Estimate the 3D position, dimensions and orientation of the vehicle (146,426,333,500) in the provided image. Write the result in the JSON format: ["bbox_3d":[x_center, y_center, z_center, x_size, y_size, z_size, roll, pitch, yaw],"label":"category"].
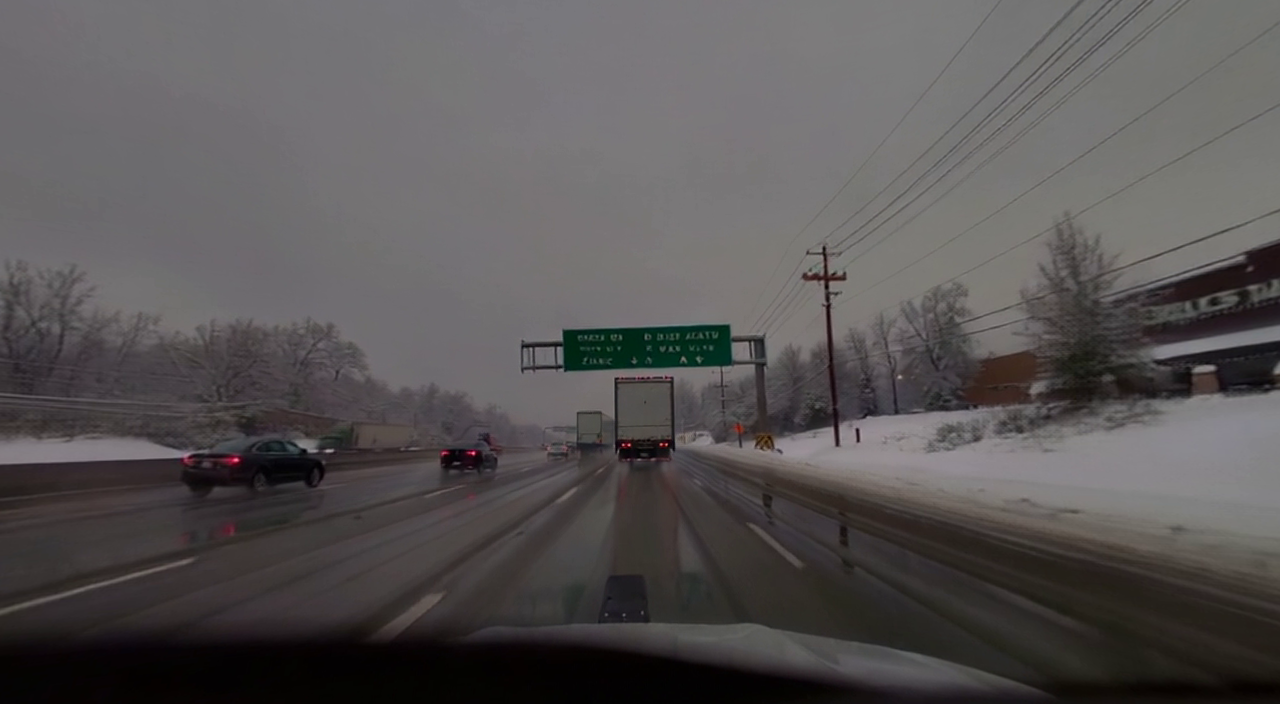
[{"bbox_3d":[-10.927,3.073,17.769,2.046,1.779,4.752,0,-9,1],"label":"vehicle"}]

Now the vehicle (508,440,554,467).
[{"bbox_3d":[-6.372,5.995,37.357,1.933,1.459,4.478,0,-9,0],"label":"vehicle"}]

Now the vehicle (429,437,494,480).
[{"bbox_3d":[-6.997,4.170,24.942,1.736,1.580,2.778,0,-9,0],"label":"vehicle"}]

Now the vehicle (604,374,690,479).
[{"bbox_3d":[0.147,3.289,26.710,2.941,3.604,9.851,0,-9,-1],"label":"vehicle"}]
